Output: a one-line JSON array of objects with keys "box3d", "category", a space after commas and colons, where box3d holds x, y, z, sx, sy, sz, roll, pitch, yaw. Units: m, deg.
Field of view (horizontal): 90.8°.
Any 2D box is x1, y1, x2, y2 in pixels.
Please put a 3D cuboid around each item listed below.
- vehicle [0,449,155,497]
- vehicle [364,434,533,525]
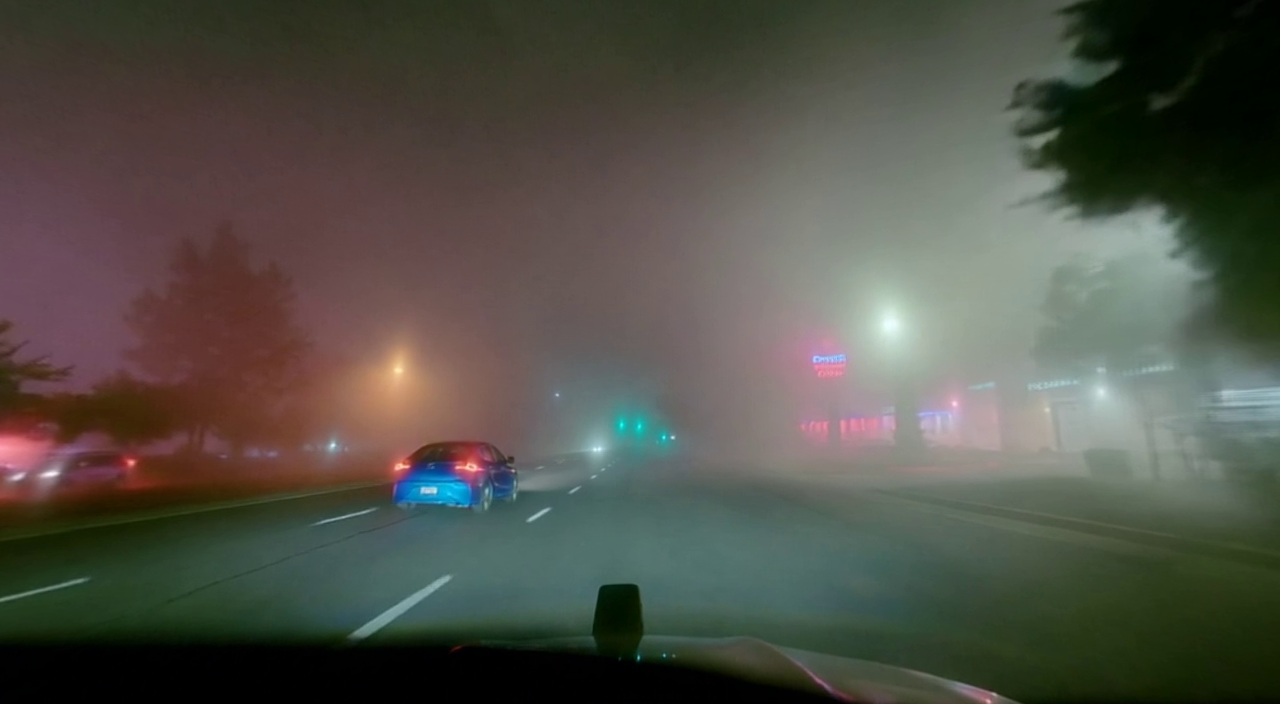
[{"box3d": [-22.786, 4.835, 25.781, 2.031, 1.699, 5.011, 0, -8, -1], "category": "vehicle"}, {"box3d": [-3.484, 2.381, 12.461, 2.005, 1.477, 4.169, 0, -8, 0], "category": "vehicle"}]
